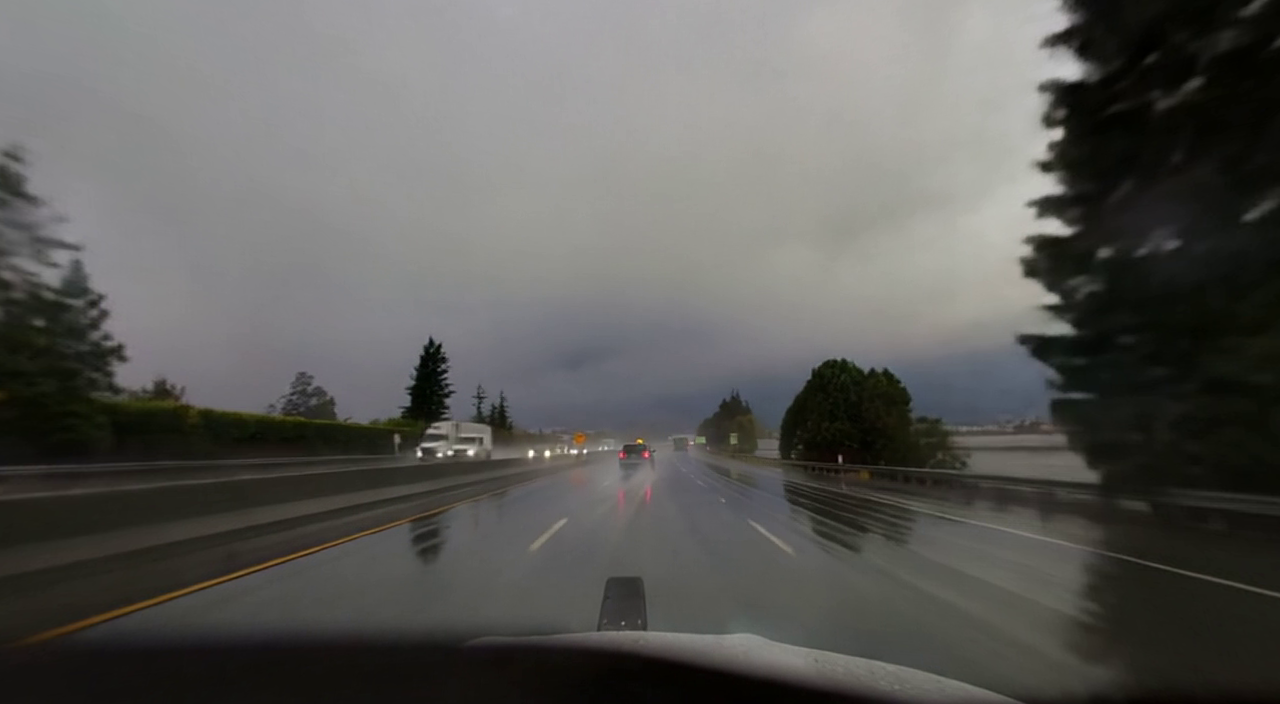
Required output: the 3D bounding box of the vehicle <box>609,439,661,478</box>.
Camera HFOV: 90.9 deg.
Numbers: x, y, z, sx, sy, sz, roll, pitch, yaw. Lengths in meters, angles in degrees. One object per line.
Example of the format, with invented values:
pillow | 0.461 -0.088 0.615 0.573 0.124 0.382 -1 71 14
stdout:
vehicle | -0.133 4.890 29.092 2.231 1.652 4.503 0 -9 2
